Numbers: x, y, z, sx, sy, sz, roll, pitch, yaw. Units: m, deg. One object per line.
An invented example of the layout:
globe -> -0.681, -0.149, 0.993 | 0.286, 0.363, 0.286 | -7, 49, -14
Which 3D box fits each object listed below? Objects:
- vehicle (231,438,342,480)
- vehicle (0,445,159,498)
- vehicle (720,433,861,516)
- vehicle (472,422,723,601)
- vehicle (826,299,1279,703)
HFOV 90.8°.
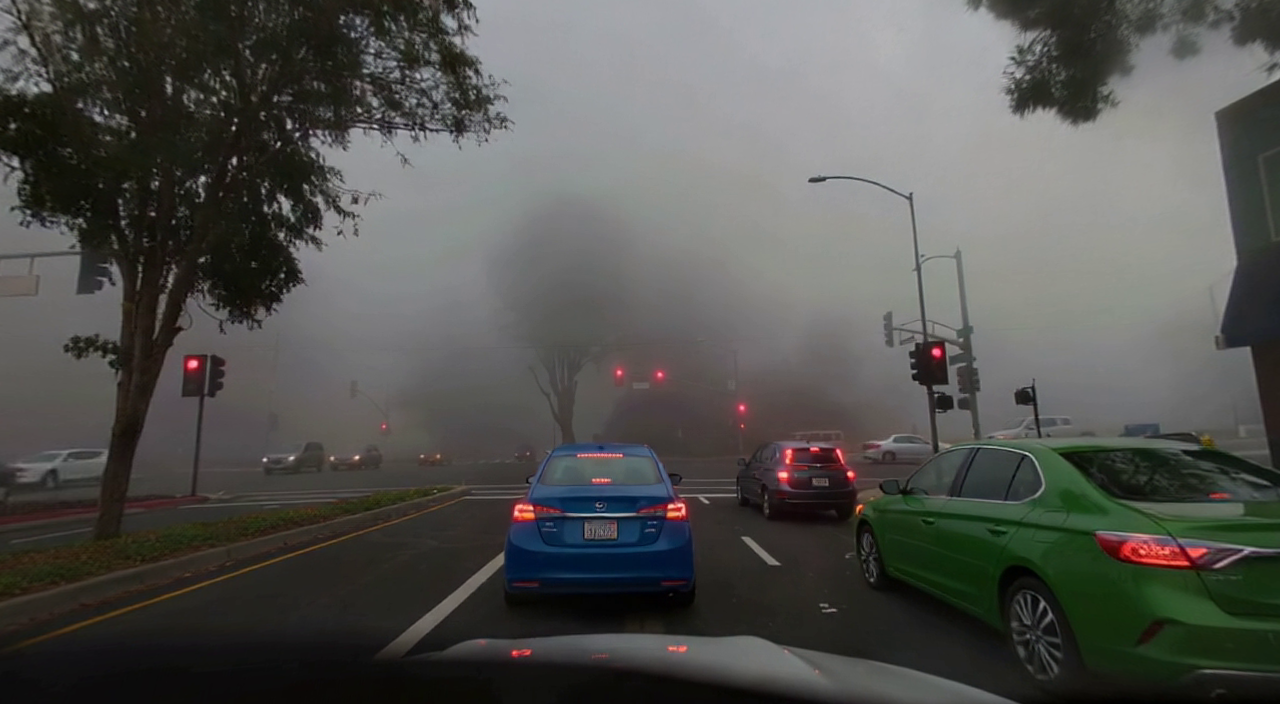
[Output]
vehicle -> -17.968, 5.455, 32.579 | 2.308, 1.903, 5.813 | 0, -8, 1
vehicle -> -21.403, 4.455, 24.108 | 2.233, 1.782, 4.862 | 0, -8, 0
vehicle -> 3.155, 2.667, 14.321 | 2.026, 1.549, 4.559 | 0, -8, -1
vehicle -> -0.385, 1.654, 7.401 | 2.143, 1.520, 3.848 | 0, -8, -1
vehicle -> 3.575, 1.110, 5.053 | 2.572, 1.945, 5.065 | 0, -8, 0
